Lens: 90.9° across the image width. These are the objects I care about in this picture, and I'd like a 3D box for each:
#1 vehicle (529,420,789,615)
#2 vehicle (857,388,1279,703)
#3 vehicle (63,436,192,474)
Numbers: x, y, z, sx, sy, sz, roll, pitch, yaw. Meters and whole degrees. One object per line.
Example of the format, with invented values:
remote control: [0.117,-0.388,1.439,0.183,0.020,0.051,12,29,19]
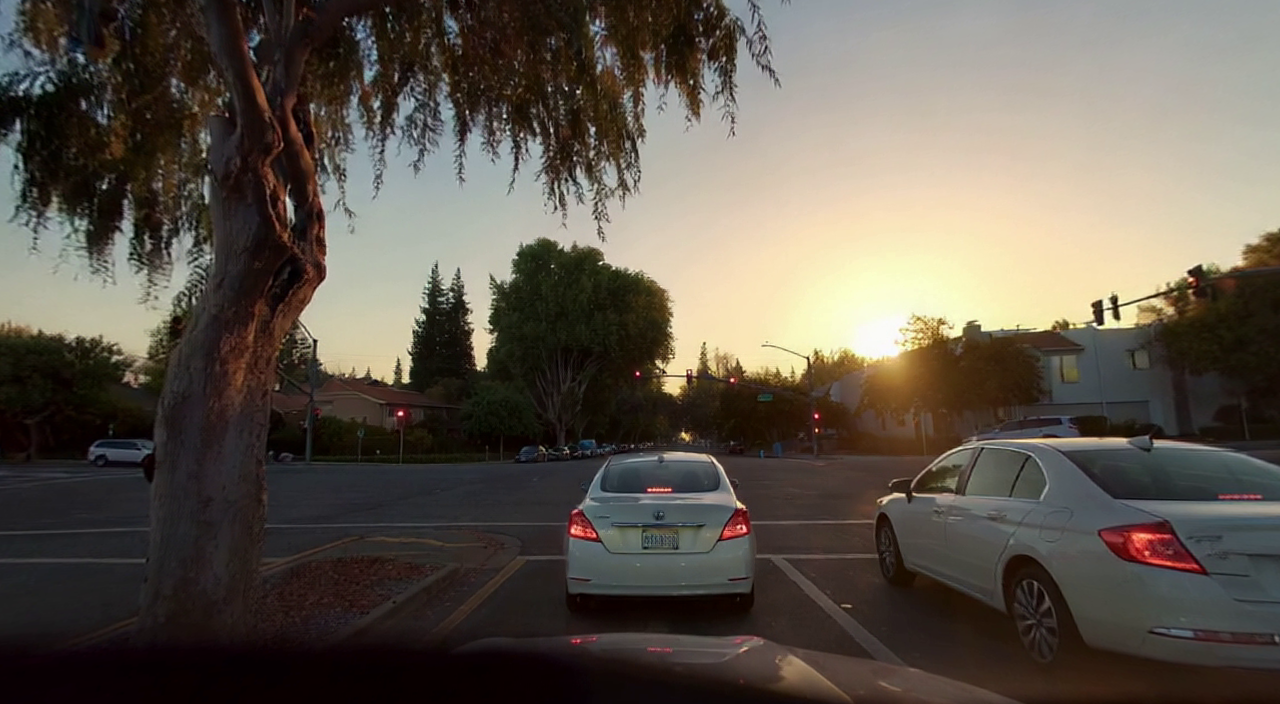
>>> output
vehicle: [0.104,1.565,6.880,2.017,1.485,3.813,0,-8,-1]
vehicle: [3.170,1.123,3.893,1.931,1.493,4.555,0,-8,-1]
vehicle: [-24.267,4.869,29.989,4.450,1.684,1.894,0,-8,0]
